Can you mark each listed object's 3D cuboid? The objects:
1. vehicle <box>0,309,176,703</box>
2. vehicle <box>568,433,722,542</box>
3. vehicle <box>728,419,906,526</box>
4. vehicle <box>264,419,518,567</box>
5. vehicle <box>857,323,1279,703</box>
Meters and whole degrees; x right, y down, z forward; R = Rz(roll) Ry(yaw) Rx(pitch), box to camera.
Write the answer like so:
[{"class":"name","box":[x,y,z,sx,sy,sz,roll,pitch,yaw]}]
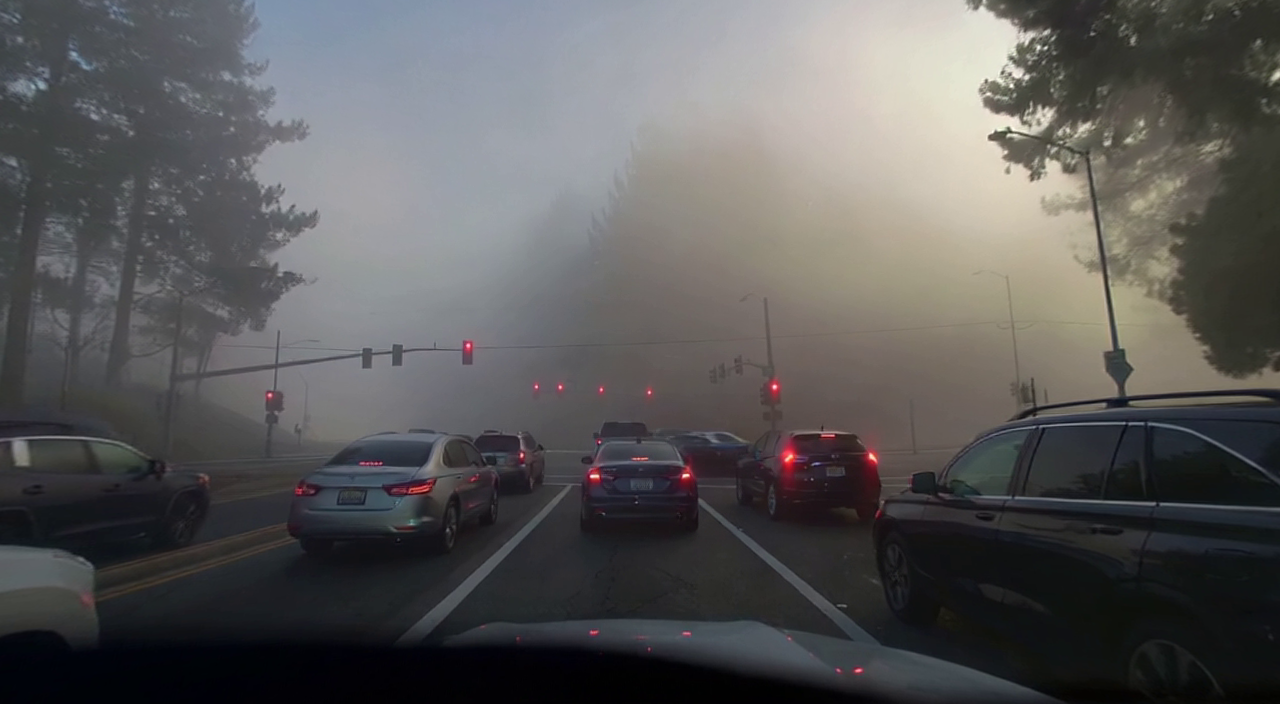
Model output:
[{"class":"vehicle","box":[-3.204,0.502,0.603,2.079,1.756,4.676,0,-8,-3]},{"class":"vehicle","box":[0.004,2.106,10.420,2.076,1.438,3.770,0,-8,-2]},{"class":"vehicle","box":[3.074,2.207,12.014,2.106,1.667,4.101,0,-8,-1]},{"class":"vehicle","box":[-3.058,1.818,8.903,1.896,1.546,4.378,0,-8,-2]},{"class":"vehicle","box":[3.151,0.995,3.737,2.074,1.685,4.387,0,-8,-1]}]
